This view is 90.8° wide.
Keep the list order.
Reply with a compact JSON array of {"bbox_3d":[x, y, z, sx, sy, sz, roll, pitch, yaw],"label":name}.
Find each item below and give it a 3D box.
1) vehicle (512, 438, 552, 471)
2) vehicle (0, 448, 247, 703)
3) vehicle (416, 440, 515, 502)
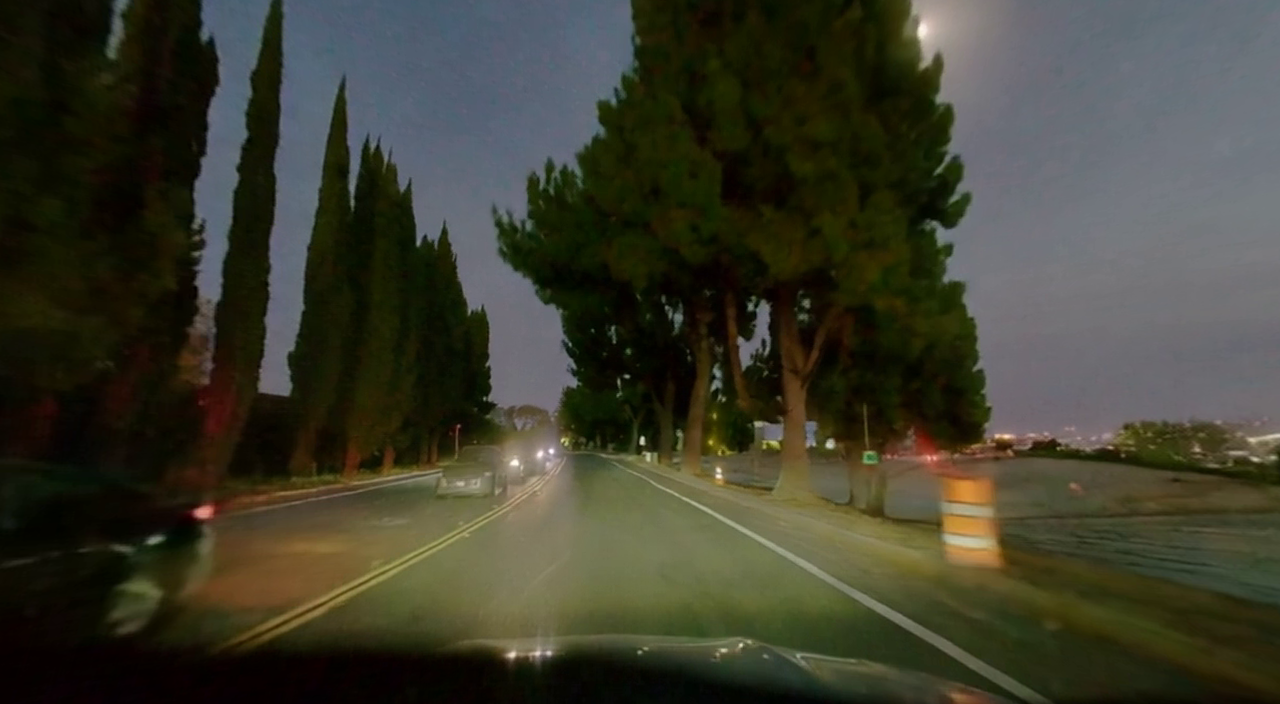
[{"bbox_3d":[-7.109,6.804,42.095,2.064,2.009,4.512,0,-9,-3],"label":"vehicle"},{"bbox_3d":[-4.549,1.262,3.484,1.975,1.415,4.194,-1,-9,2],"label":"vehicle"},{"bbox_3d":[-5.117,3.534,19.134,2.001,1.642,3.942,0,-9,-2],"label":"vehicle"}]
